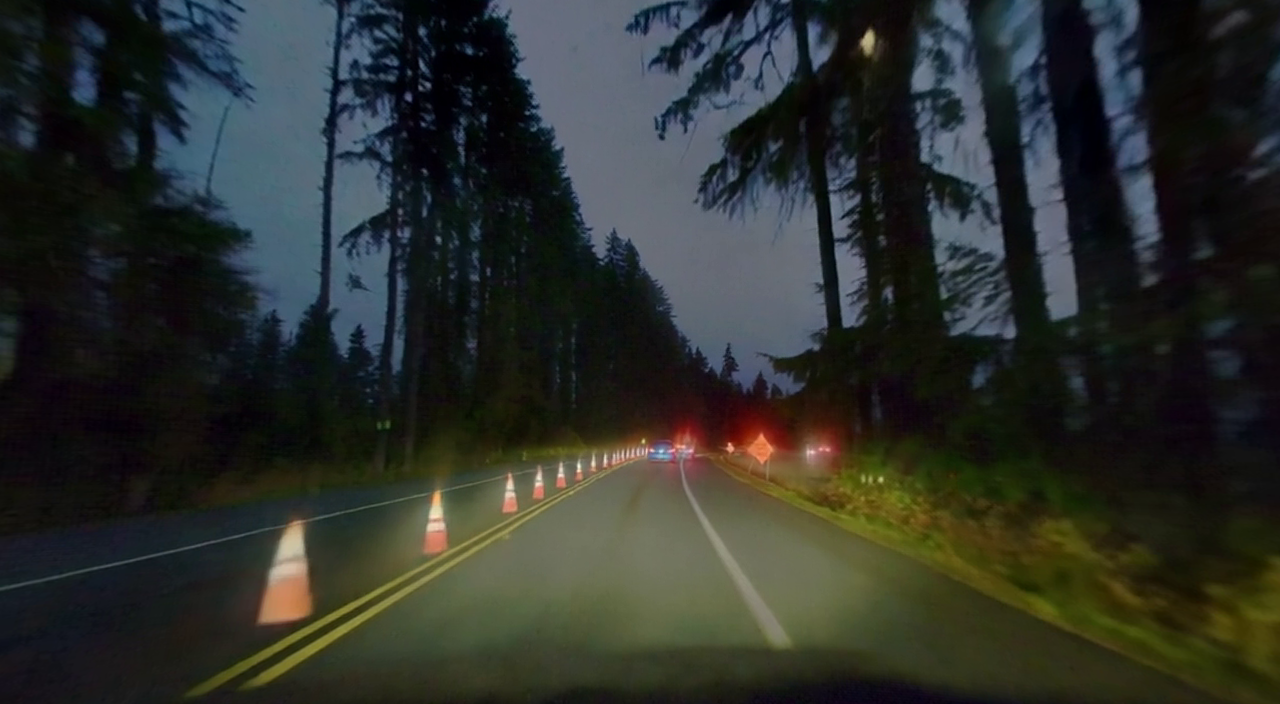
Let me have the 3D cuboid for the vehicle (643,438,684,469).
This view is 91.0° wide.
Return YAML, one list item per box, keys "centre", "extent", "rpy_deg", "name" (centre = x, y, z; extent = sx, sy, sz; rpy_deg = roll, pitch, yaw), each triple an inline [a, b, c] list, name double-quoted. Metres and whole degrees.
- centre: [1.245, 5.254, 32.720]
  extent: [2.042, 1.489, 3.963]
  rpy_deg: [0, -9, 3]
  name: "vehicle"
